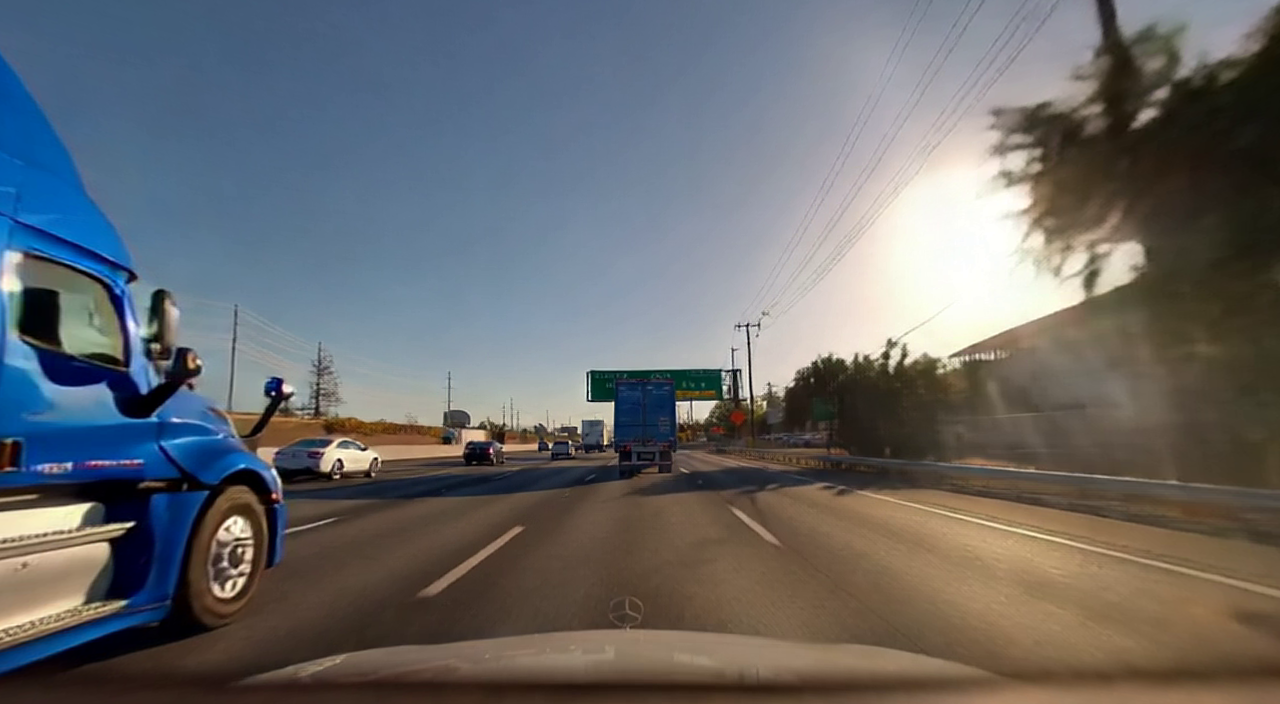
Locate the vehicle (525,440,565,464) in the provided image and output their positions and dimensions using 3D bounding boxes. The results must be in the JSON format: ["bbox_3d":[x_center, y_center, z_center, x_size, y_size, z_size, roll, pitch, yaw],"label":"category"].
[{"bbox_3d":[-5.914,6.284,39.737,1.933,1.459,4.478,0,-9,-1],"label":"vehicle"}]

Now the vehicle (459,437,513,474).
[{"bbox_3d":[-6.970,4.694,28.768,1.736,1.580,2.778,0,-9,0],"label":"vehicle"}]

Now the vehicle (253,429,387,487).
[{"bbox_3d":[-10.890,3.643,21.945,2.046,1.779,4.752,0,-9,1],"label":"vehicle"}]

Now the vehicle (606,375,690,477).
[{"bbox_3d":[0.222,3.335,27.215,2.941,3.604,9.851,0,-9,-1],"label":"vehicle"}]
